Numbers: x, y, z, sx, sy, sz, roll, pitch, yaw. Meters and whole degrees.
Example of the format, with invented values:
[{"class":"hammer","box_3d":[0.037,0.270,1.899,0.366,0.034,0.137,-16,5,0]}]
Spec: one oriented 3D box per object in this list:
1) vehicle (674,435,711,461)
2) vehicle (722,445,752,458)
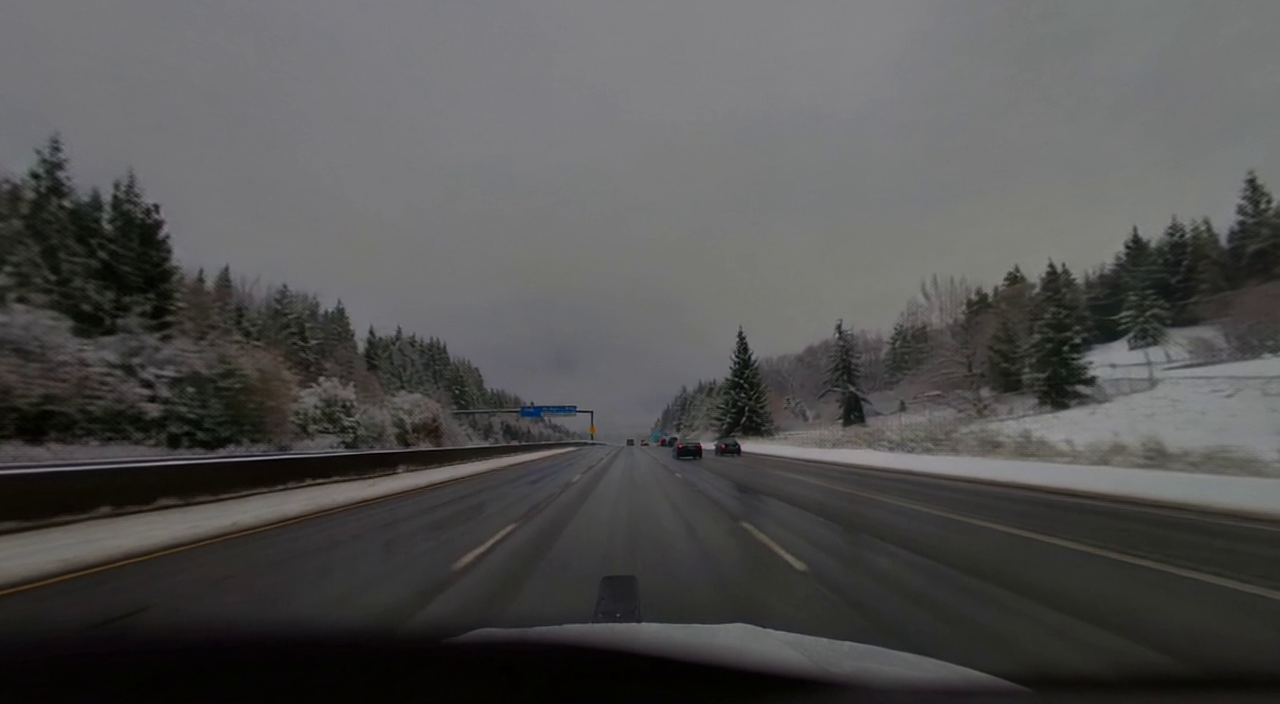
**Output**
[{"class":"vehicle","box_3d":[3.194,5.943,39.206,1.819,1.468,3.770,0,-8,-3]},{"class":"vehicle","box_3d":[6.836,7.020,44.546,1.535,0.862,2.814,0,-8,-4]}]
